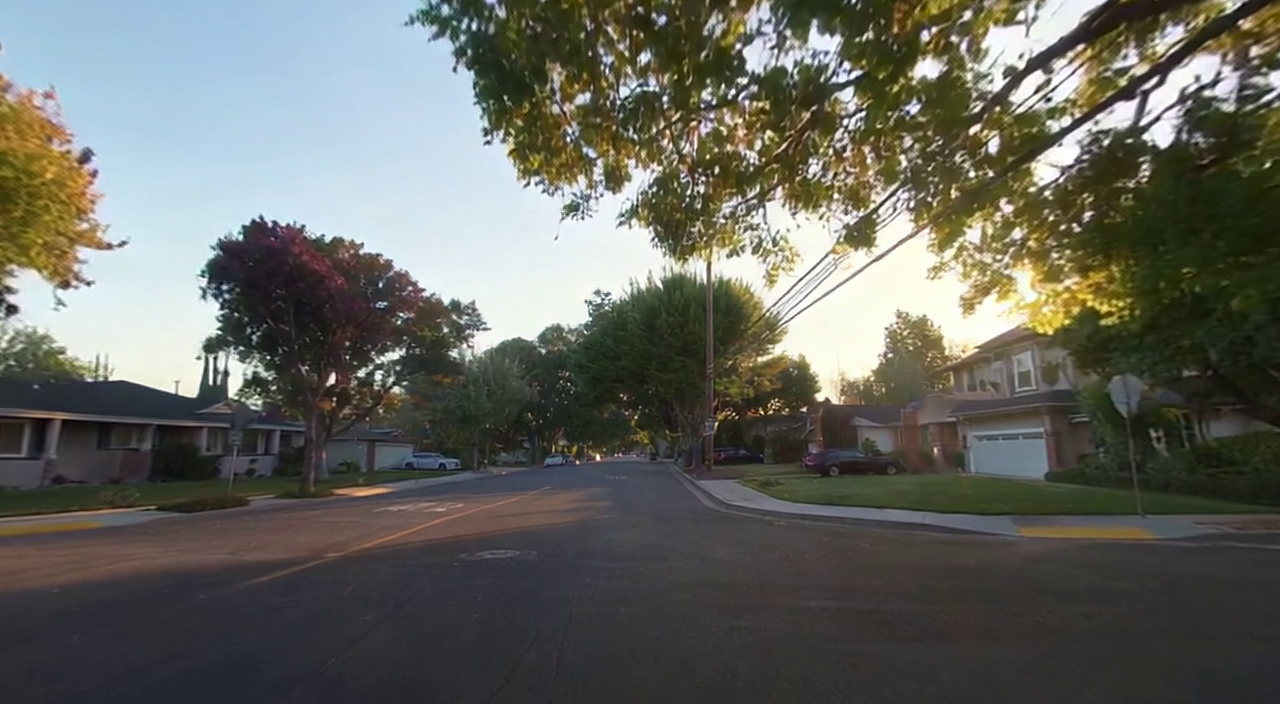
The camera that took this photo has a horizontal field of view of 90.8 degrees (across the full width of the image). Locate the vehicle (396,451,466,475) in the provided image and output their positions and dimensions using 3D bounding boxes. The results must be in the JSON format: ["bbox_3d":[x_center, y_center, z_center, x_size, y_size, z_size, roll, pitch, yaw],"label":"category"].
[{"bbox_3d":[-15.672,8.336,47.487,4.500,1.714,1.924,-1,-9,6],"label":"vehicle"}]
